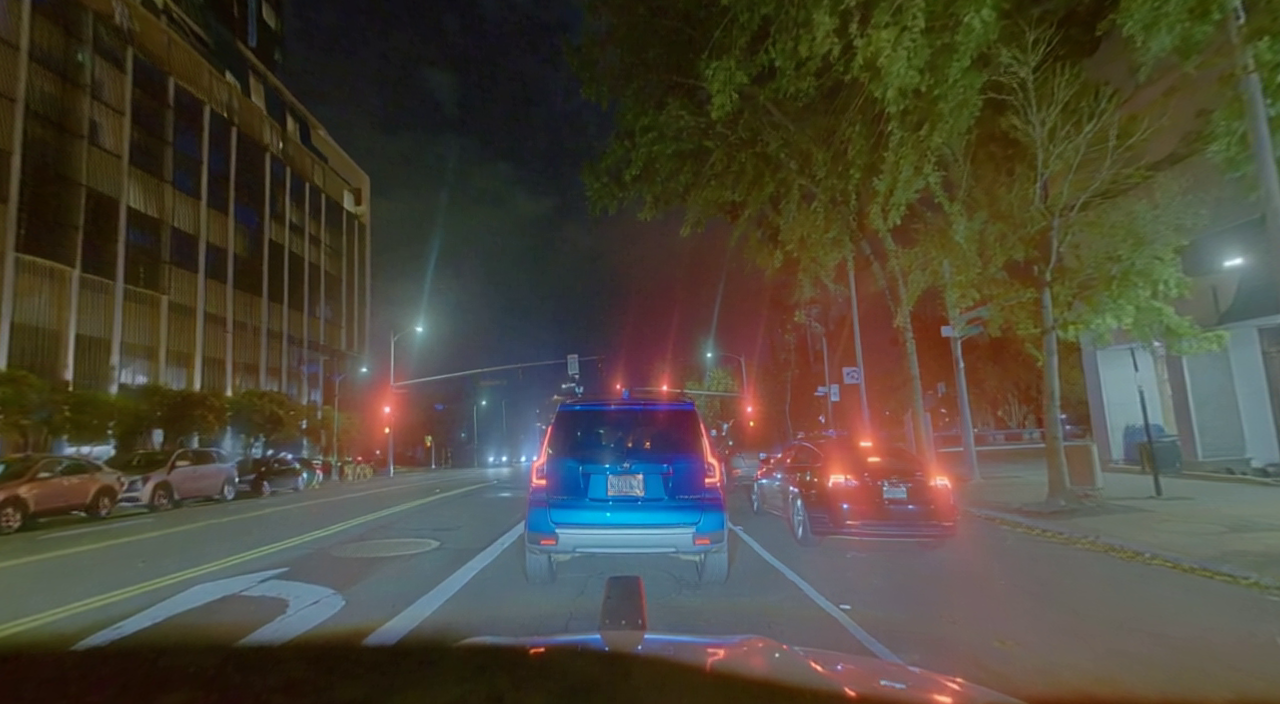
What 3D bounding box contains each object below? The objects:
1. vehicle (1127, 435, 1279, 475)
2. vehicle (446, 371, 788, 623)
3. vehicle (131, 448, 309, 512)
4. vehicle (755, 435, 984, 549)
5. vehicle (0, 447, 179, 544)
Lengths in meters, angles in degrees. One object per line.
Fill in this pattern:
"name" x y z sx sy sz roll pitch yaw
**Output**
"vehicle" 22.173 4.048 24.953 4.055 1.469 1.848 -4 -9 26
"vehicle" -0.158 1.357 6.759 2.453 1.816 4.300 0 -8 0
"vehicle" -12.459 3.779 19.123 2.207 1.648 4.675 0 -8 -1
"vehicle" 3.294 2.082 10.074 2.056 1.422 4.130 0 -8 -1
"vehicle" -12.538 2.918 13.450 1.891 1.723 4.360 0 -8 1
